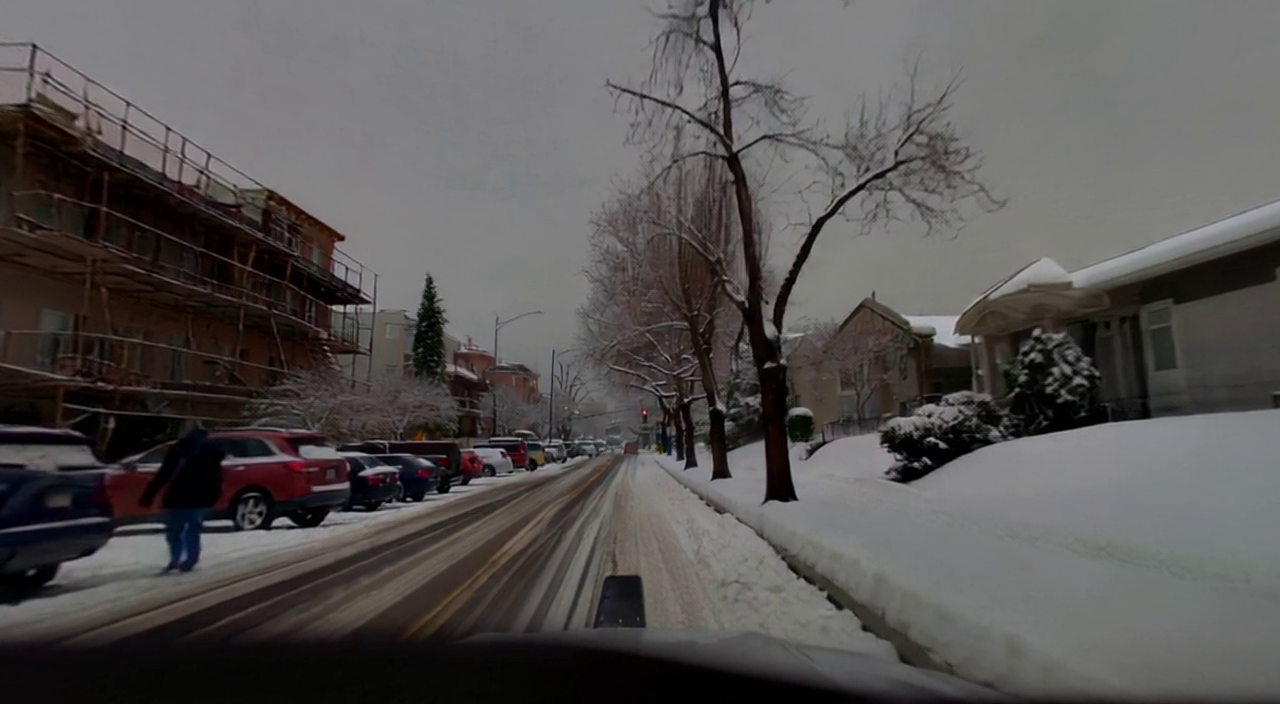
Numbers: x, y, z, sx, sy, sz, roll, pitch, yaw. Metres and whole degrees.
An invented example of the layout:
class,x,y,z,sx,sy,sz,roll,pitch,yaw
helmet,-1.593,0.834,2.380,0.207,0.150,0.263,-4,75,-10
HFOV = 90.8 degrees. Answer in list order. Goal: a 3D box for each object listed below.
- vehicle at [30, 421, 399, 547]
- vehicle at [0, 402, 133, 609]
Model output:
class,x,y,z,sx,sy,sz,roll,pitch,yaw
vehicle,-7.320,2.299,11.357,4.981,1.975,2.296,-1,-9,3
vehicle,-7.879,1.479,6.193,4.025,1.878,1.954,0,-9,-1
